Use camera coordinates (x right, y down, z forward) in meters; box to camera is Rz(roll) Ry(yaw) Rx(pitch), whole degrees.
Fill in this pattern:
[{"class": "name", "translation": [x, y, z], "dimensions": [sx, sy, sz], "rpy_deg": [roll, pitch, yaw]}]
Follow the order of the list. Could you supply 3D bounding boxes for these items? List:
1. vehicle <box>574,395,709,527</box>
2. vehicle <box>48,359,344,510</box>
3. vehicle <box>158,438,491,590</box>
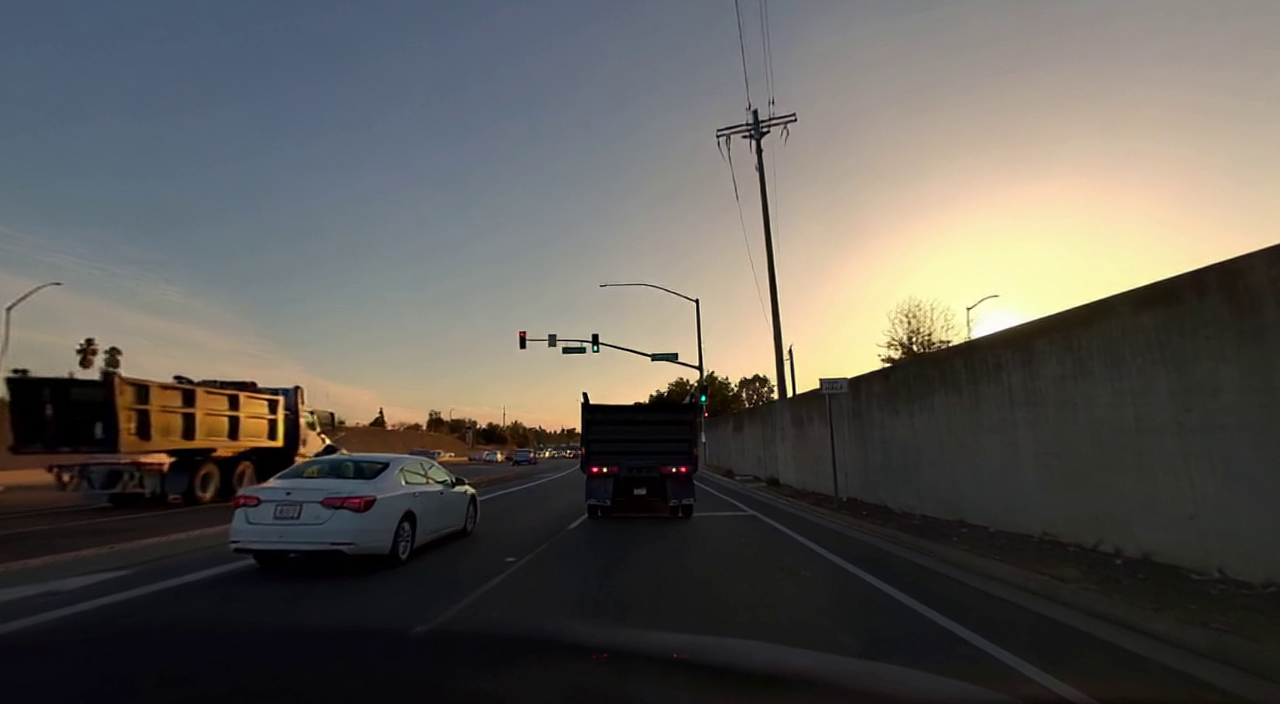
[{"class": "vehicle", "translation": [0.052, 2.302, 13.841], "dimensions": [2.355, 2.305, 5.336], "rpy_deg": [0, -8, 1]}, {"class": "vehicle", "translation": [-13.345, 2.730, 20.468], "dimensions": [3.016, 3.847, 8.707], "rpy_deg": [0, -8, 1]}, {"class": "vehicle", "translation": [-3.722, 1.976, 8.793], "dimensions": [2.019, 1.480, 4.966], "rpy_deg": [0, -8, 1]}]
